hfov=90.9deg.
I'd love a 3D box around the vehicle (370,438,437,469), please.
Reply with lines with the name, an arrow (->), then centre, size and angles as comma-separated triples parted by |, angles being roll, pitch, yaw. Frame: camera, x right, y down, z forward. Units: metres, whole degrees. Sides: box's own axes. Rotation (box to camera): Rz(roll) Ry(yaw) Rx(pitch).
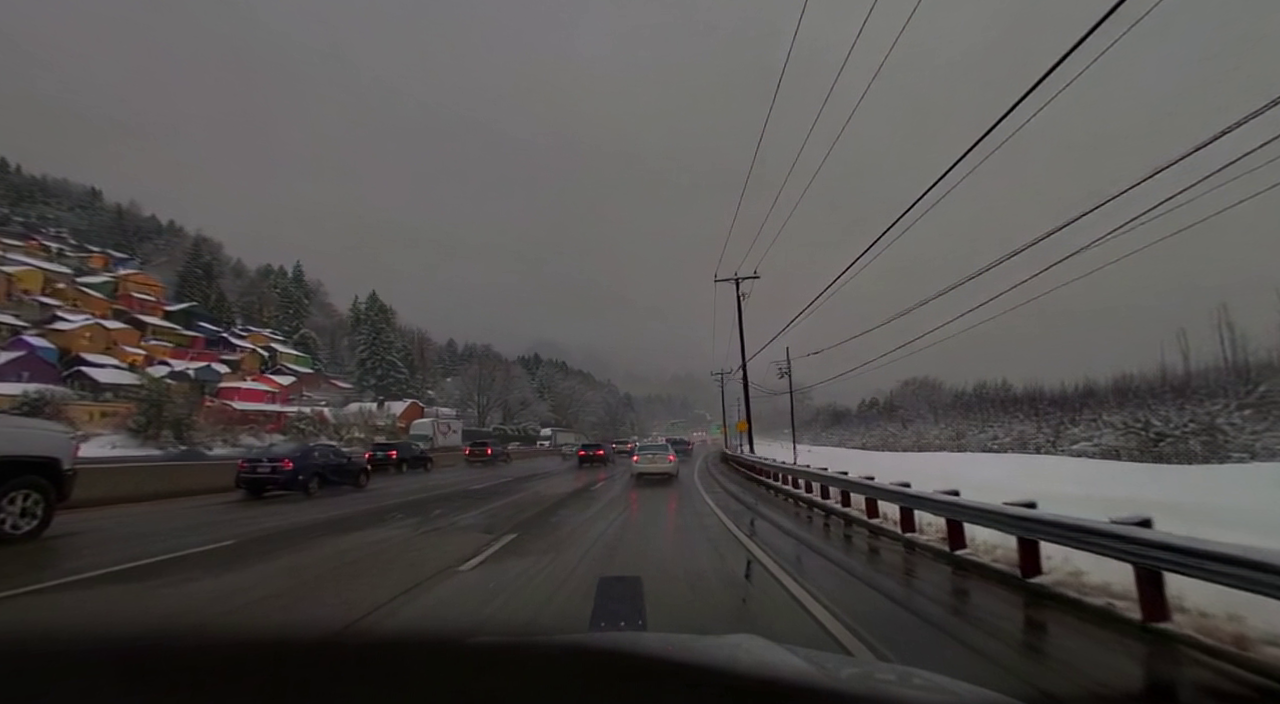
vehicle -> -14.590, 6.262, 39.173 | 2.020, 1.790, 4.563 | -1, -8, 5

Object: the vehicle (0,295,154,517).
vehicle -> -13.435, 0.655, 9.220 | 3.161, 4.024, 11.136 | -1, -8, 4

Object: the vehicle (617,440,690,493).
vehicle -> 0.509, 3.611, 20.301 | 2.109, 1.495, 3.935 | -1, -8, 3

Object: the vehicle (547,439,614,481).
vehicle -> -2.485, 4.663, 27.593 | 2.121, 1.639, 4.383 | -1, -8, 5

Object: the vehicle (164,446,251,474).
vehicle -> -24.183, 6.001, 35.422 | 1.808, 1.461, 4.066 | -1, -8, 3

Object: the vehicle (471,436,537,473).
vehicle -> -7.097, 5.409, 33.499 | 2.080, 1.833, 4.461 | -1, -8, 6

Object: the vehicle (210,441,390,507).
vehicle -> -8.605, 3.090, 16.547 | 1.959, 1.469, 4.450 | -1, -8, 5
